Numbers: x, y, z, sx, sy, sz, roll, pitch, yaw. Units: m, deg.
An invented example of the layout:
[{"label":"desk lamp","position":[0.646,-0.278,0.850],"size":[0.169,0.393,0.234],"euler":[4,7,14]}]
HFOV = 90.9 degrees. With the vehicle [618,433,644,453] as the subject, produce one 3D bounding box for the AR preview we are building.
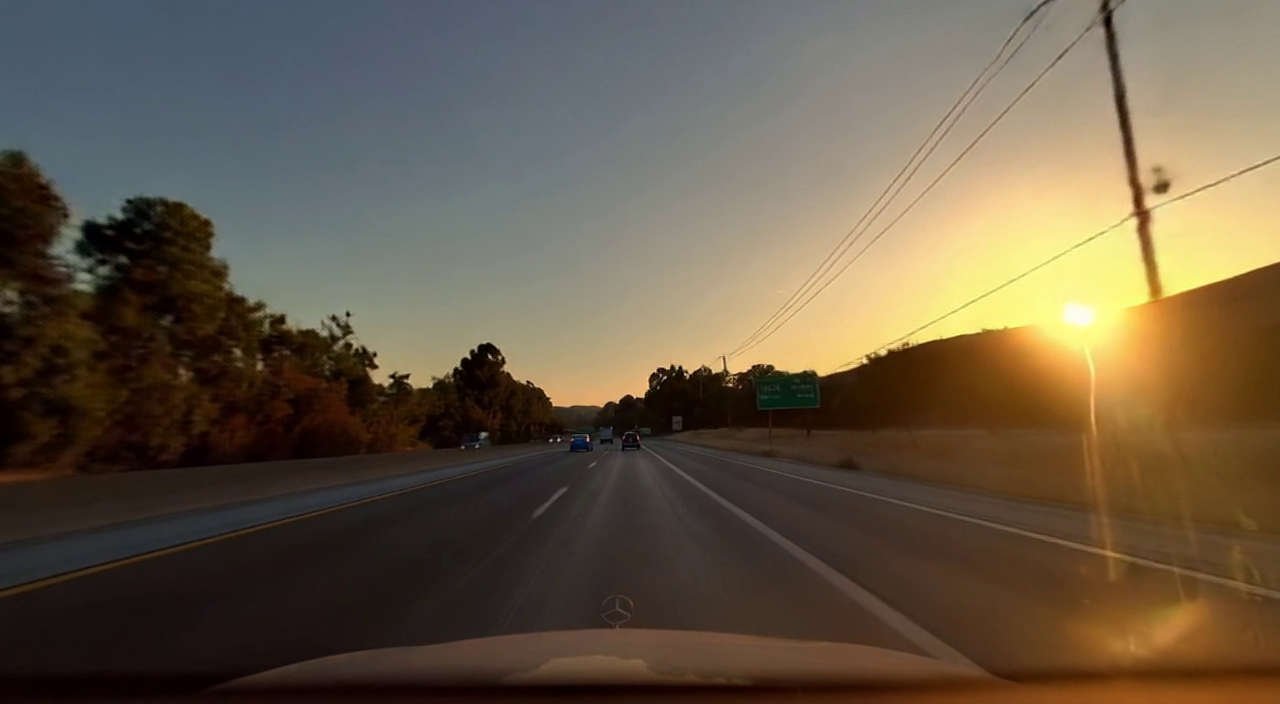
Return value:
[{"label":"vehicle","position":[-0.706,7.019,48.581],"size":[1.890,1.472,3.716],"euler":[0,-8,-2]}]
